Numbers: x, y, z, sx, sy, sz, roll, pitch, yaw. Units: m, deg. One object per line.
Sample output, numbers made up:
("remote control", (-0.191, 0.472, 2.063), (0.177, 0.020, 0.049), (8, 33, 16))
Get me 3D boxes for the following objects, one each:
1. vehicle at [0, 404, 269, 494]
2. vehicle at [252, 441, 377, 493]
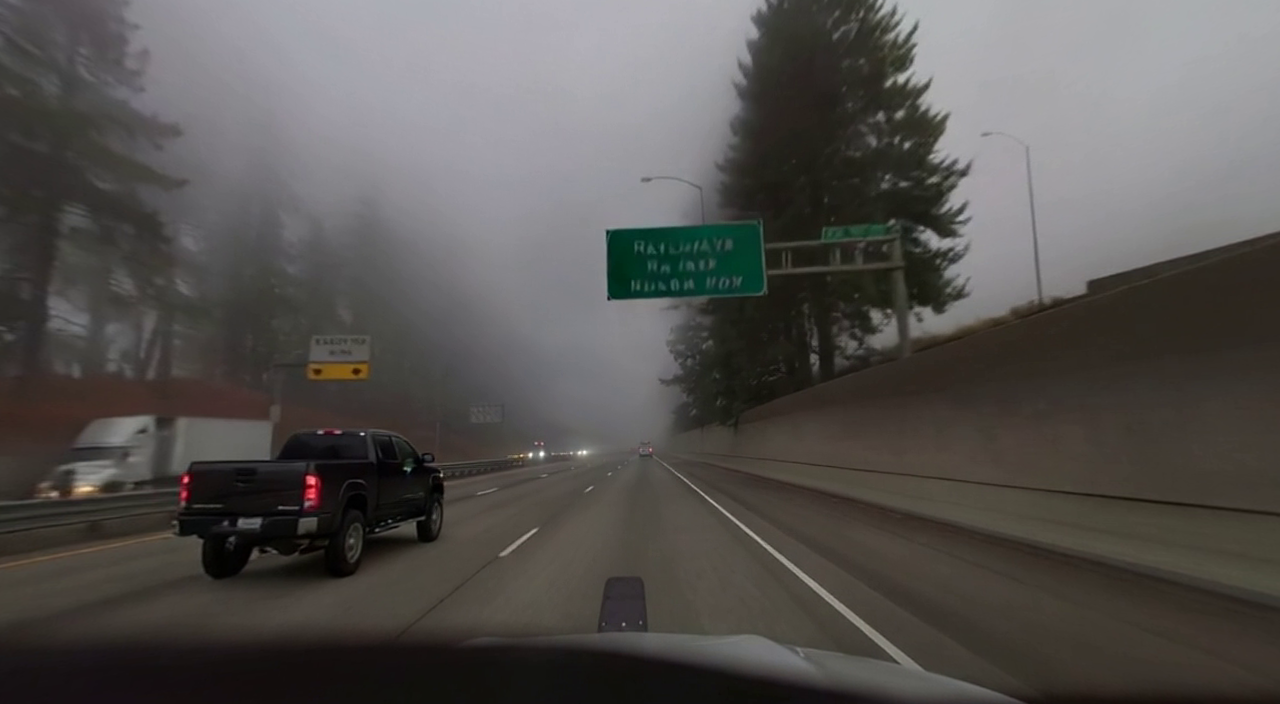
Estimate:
("vehicle", (-21.759, 4.336, 28.541), (3.101, 3.238, 10.911), (-1, -8, 1))
("vehicle", (-11.819, 4.192, 23.390), (2.059, 1.620, 4.823), (-2, -9, 0))
